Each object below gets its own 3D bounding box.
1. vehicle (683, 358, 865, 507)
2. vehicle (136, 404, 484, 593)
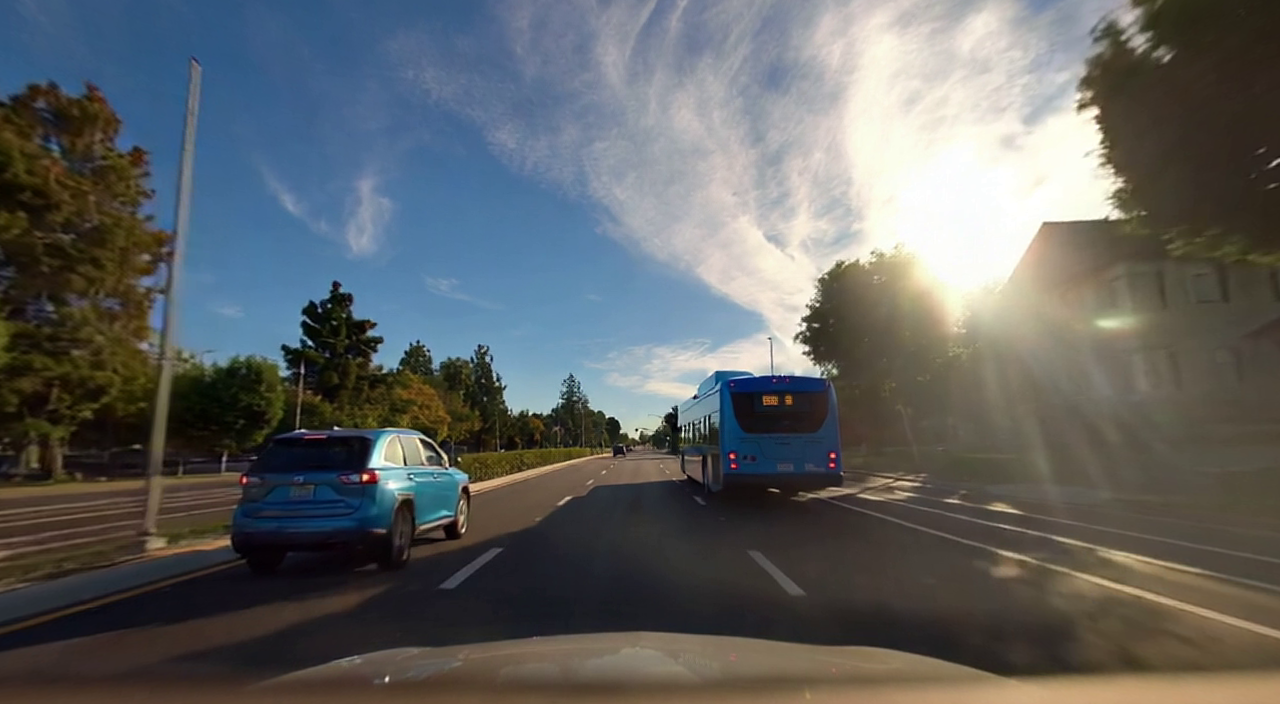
[{"bbox_3d":[3.393,2.703,20.306,3.072,3.278,12.747,0,-8,0],"label":"vehicle"},{"bbox_3d":[-3.696,1.713,8.209,2.111,1.767,4.333,0,-8,1],"label":"vehicle"}]
